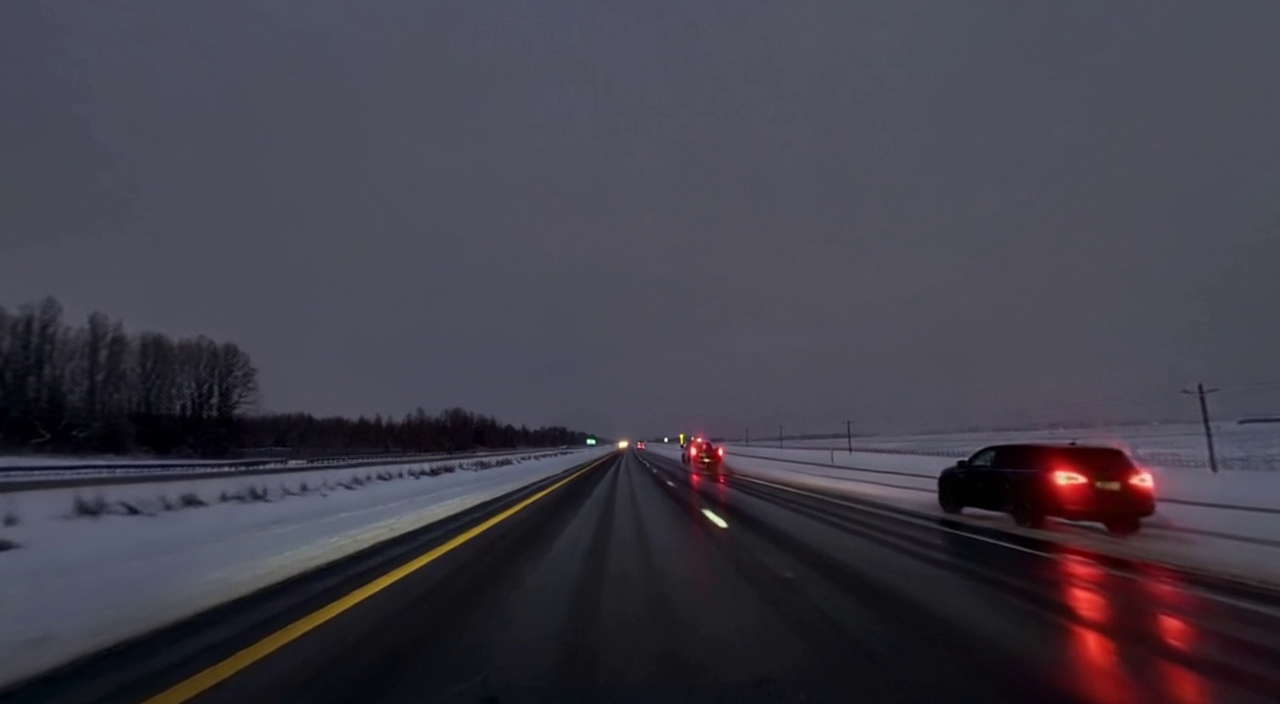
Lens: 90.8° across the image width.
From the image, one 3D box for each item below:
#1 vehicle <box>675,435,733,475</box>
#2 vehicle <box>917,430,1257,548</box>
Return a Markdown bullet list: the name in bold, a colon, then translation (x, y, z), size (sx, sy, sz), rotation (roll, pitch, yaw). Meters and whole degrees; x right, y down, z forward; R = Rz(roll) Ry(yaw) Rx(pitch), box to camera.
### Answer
- **vehicle**: translation (2.992, 4.935, 30.586), size (2.141, 1.785, 4.778), rotation (0, -8, -2)
- **vehicle**: translation (6.870, 2.126, 10.664), size (2.046, 1.509, 4.929), rotation (0, -8, -1)
